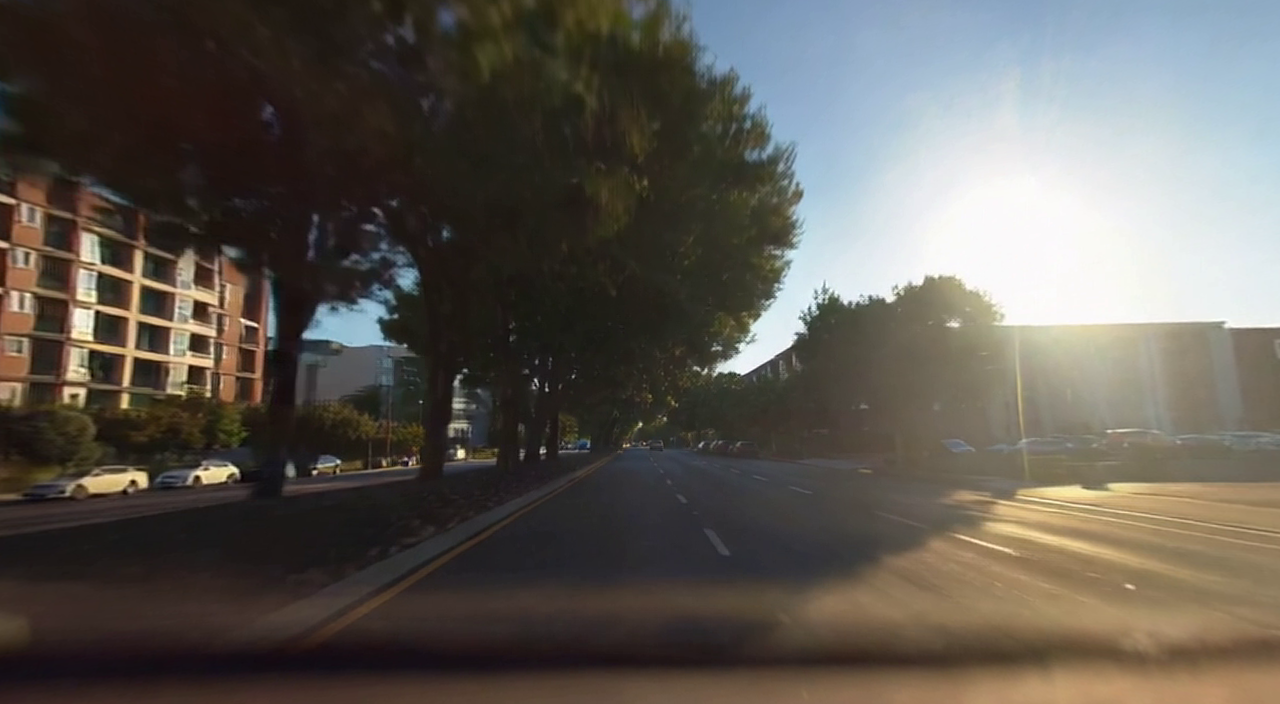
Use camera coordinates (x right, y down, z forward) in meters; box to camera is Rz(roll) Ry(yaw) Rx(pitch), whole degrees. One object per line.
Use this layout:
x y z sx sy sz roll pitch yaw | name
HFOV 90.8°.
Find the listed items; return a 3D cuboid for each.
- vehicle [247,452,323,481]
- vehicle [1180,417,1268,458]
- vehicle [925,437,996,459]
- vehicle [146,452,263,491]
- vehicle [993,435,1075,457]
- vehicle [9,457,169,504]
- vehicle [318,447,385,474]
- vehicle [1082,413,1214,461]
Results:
-19.773 6.368 35.399 1.959 1.459 4.150 0 -8 -2 | vehicle
36.855 5.427 39.922 3.698 2.517 2.072 2 -9 -12 | vehicle
23.994 7.213 47.322 4.549 1.565 1.831 2 -9 -13 | vehicle
-19.717 5.441 28.922 1.920 1.561 4.654 -2 -10 2 | vehicle
30.351 7.237 48.710 5.245 1.609 2.167 2 -9 -13 | vehicle
-20.260 4.704 23.560 1.798 1.487 4.486 0 -8 2 | vehicle
-20.352 7.645 44.830 2.012 1.636 4.997 -3 -8 7 | vehicle
31.074 5.251 38.723 6.797 2.774 2.304 2 -9 -12 | vehicle
